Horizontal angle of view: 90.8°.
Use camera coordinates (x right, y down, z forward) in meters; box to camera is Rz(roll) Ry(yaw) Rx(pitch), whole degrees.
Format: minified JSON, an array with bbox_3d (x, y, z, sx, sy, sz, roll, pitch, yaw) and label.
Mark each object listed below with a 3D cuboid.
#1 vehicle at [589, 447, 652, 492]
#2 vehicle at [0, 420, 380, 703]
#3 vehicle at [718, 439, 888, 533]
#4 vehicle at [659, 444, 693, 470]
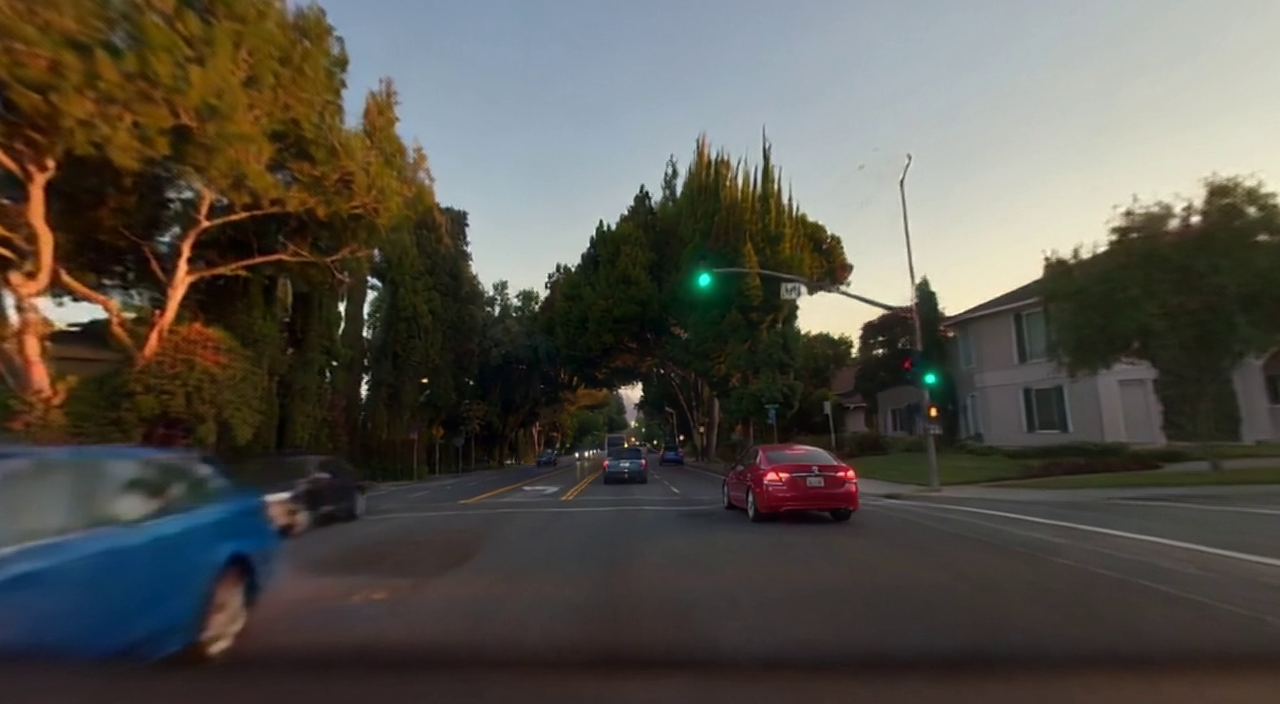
[{"bbox_3d":[-0.728,4.274,23.476,2.114,1.483,4.207,0,-8,-2],"label":"vehicle"},{"bbox_3d":[-3.266,1.131,3.176,2.096,1.472,4.618,0,-8,-2],"label":"vehicle"},{"bbox_3d":[2.834,2.434,12.161,1.973,1.447,4.402,0,-8,-2],"label":"vehicle"},{"bbox_3d":[2.702,8.071,48.843,2.187,1.847,4.553,0,-8,-3],"label":"vehicle"}]
